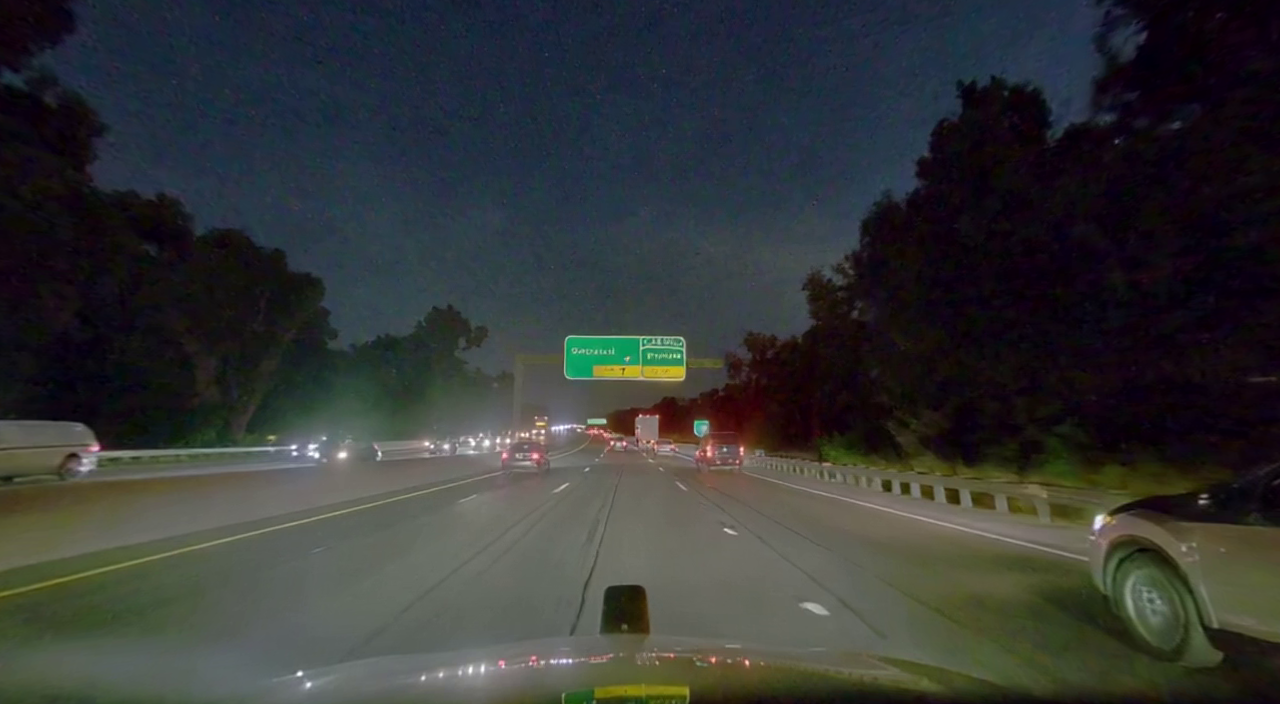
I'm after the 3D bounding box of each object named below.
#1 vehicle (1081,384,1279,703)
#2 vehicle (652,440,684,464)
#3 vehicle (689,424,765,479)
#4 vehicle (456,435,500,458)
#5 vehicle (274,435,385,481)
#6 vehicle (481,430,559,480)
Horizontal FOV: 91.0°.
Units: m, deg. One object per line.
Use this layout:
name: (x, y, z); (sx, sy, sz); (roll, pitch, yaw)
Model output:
vehicle: (3.695, 0.727, 1.474); (2.127, 1.497, 4.445); (0, -8, 1)
vehicle: (1.701, 6.199, 39.167); (1.844, 1.462, 3.736); (0, -8, 0)
vehicle: (3.269, 3.902, 24.990); (2.207, 1.937, 5.610); (0, -8, 0)
vehicle: (-11.421, 6.739, 44.728); (1.948, 1.538, 4.322); (0, -8, 0)
vehicle: (-10.676, 3.639, 21.949); (1.944, 1.446, 3.739); (0, -8, 0)
vehicle: (-4.384, 3.824, 23.652); (2.058, 1.689, 4.315); (0, -8, 0)
